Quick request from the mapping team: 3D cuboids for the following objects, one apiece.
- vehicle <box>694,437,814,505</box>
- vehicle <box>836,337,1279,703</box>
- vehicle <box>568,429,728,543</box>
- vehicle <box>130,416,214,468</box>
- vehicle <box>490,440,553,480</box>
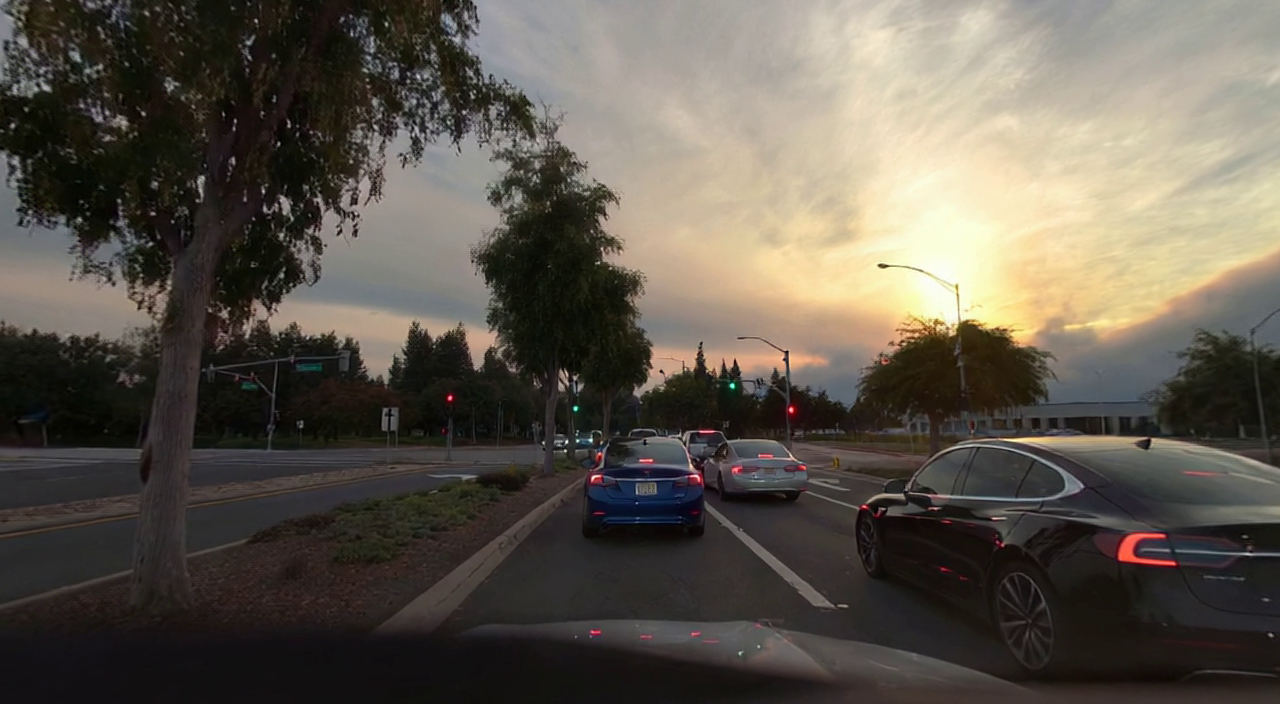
[{"bbox_3d":[2.685,2.927,16.032,2.058,1.466,4.208,0,-8,-3],"label":"vehicle"},{"bbox_3d":[3.187,1.104,4.298,2.167,1.676,4.443,0,-8,-1],"label":"vehicle"},{"bbox_3d":[0.019,2.106,10.640,2.147,1.499,4.240,0,-8,-2],"label":"vehicle"},{"bbox_3d":[-29.293,5.627,39.687,2.608,2.990,3.026,2,-8,2],"label":"vehicle"},{"bbox_3d":[-4.650,4.292,25.333,1.972,1.457,4.171,0,-8,-4],"label":"vehicle"}]
